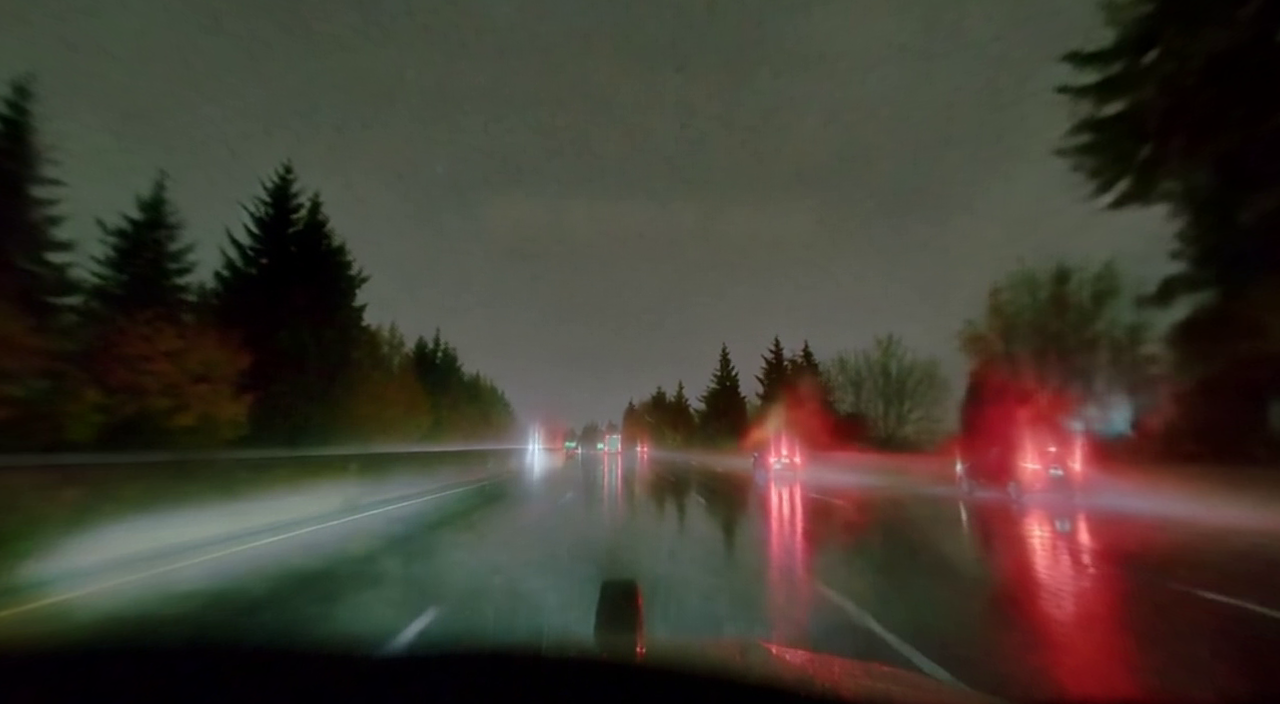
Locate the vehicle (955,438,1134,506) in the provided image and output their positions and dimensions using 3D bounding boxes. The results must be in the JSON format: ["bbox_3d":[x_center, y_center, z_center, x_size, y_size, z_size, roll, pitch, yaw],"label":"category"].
[{"bbox_3d":[9.832,2.930,15.648,1.853,1.463,3.780,0,-9,-1],"label":"vehicle"}]
